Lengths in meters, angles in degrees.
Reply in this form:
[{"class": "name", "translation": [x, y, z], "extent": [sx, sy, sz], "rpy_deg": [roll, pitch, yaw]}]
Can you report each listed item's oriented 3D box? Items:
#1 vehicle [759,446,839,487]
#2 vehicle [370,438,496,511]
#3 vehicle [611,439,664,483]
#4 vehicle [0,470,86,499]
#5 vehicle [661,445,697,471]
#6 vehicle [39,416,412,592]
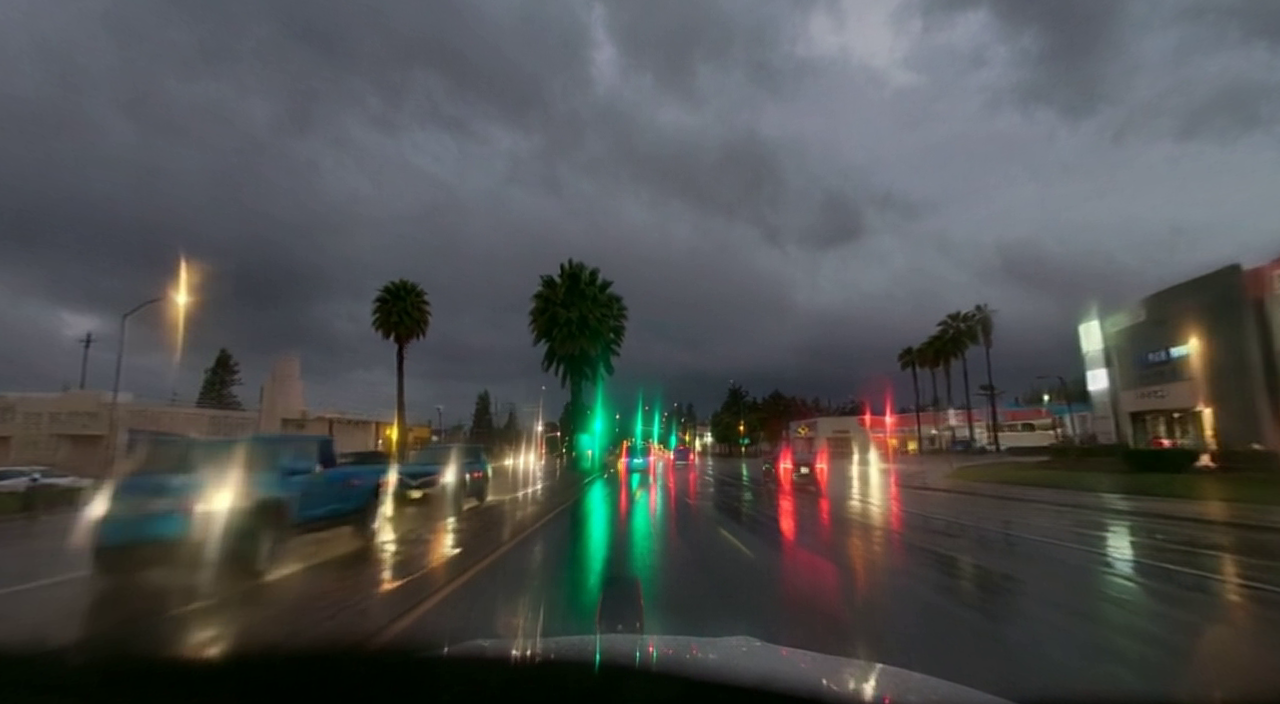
[{"class": "vehicle", "translation": [6.181, 4.486, 25.139], "extent": [1.944, 1.447, 4.309], "rpy_deg": [0, -9, -2]}, {"class": "vehicle", "translation": [-5.405, 3.231, 17.196], "extent": [2.016, 1.711, 4.387], "rpy_deg": [0, -9, -1]}, {"class": "vehicle", "translation": [-0.143, 4.746, 27.785], "extent": [2.151, 1.787, 4.109], "rpy_deg": [0, -9, -1]}, {"class": "vehicle", "translation": [-33.786, 7.350, 35.158], "extent": [4.034, 1.452, 1.933], "rpy_deg": [-1, -9, 2]}, {"class": "vehicle", "translation": [2.600, 7.233, 43.324], "extent": [2.112, 1.710, 4.234], "rpy_deg": [0, -9, -2]}, {"class": "vehicle", "translation": [-5.089, 1.901, 8.812], "extent": [2.160, 1.769, 4.494], "rpy_deg": [0, -9, -1]}]
